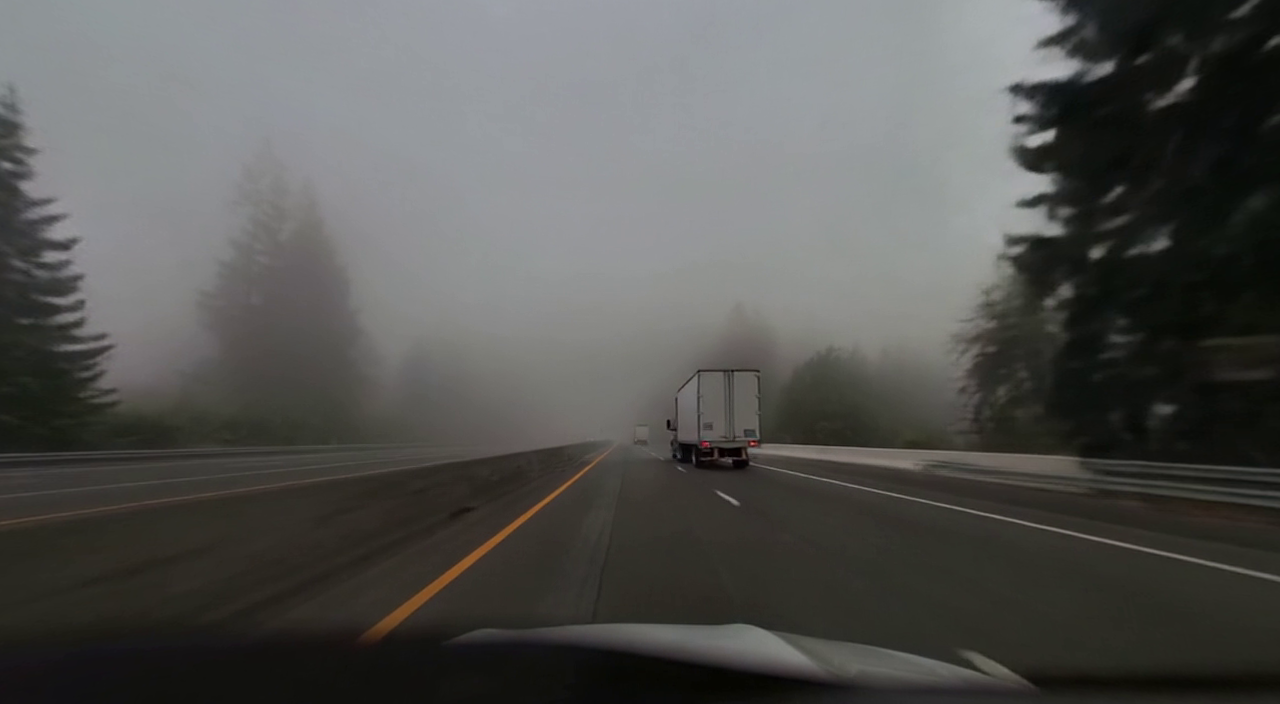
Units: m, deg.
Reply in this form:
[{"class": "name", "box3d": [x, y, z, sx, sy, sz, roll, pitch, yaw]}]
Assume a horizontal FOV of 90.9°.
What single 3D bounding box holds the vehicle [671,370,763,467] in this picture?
[{"class": "vehicle", "box3d": [3.435, 3.447, 31.354, 2.911, 3.994, 10.840, 0, -8, -1]}]
